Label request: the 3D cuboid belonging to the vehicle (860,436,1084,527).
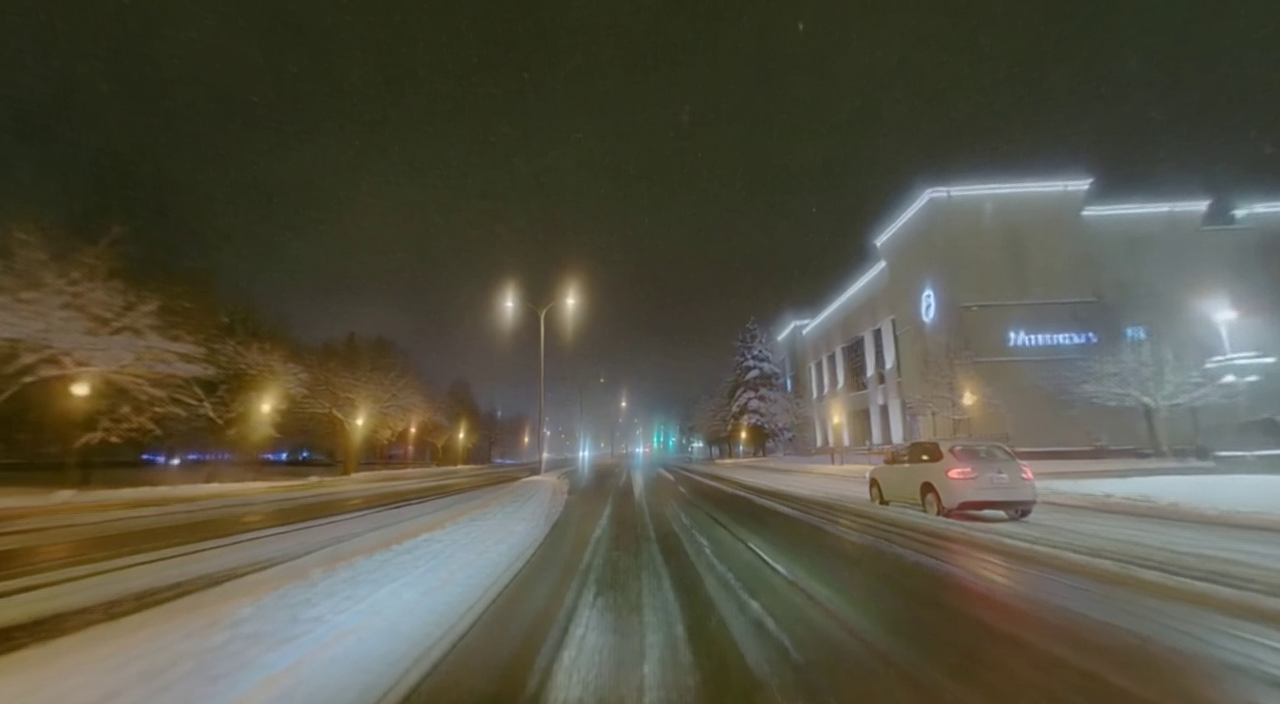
[{"bbox_3d":[6.413,2.534,13.014,1.913,1.504,4.738,0,-9,-2],"label":"vehicle"}]
